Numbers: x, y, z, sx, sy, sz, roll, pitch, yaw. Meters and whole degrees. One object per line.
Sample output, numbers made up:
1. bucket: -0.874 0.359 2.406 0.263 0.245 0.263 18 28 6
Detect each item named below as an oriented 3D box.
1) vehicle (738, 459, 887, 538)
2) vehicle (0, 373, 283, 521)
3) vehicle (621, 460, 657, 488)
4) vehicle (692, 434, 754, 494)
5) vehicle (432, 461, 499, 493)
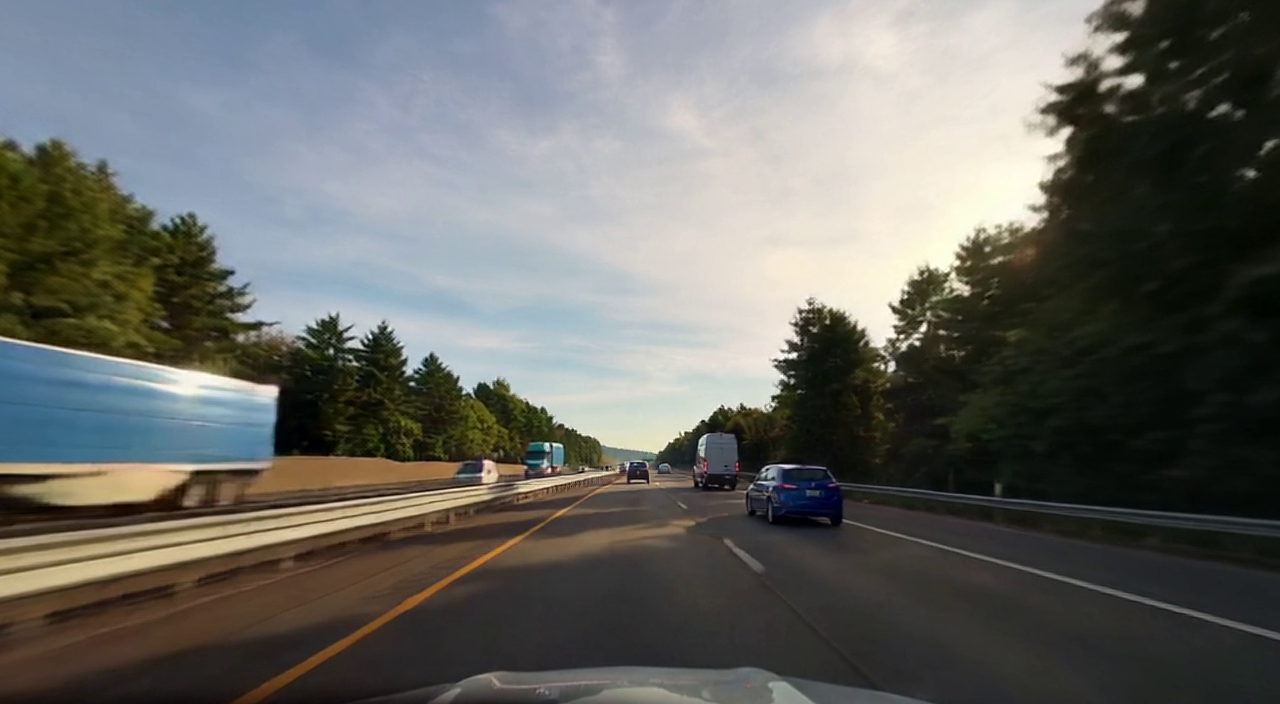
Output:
1. vehicle: 3.857 3.392 15.156 2.073 1.532 4.969 1 -10 -1
2. vehicle: -13.607 2.713 17.445 2.876 3.200 7.459 0 -10 1
3. vehicle: -0.016 7.968 41.210 2.212 1.717 4.452 1 -10 0
4. vehicle: 4.544 6.361 35.749 2.563 2.975 6.941 1 -10 0
5. vehicle: -8.725 6.320 31.925 2.024 1.471 4.450 0 -10 1
